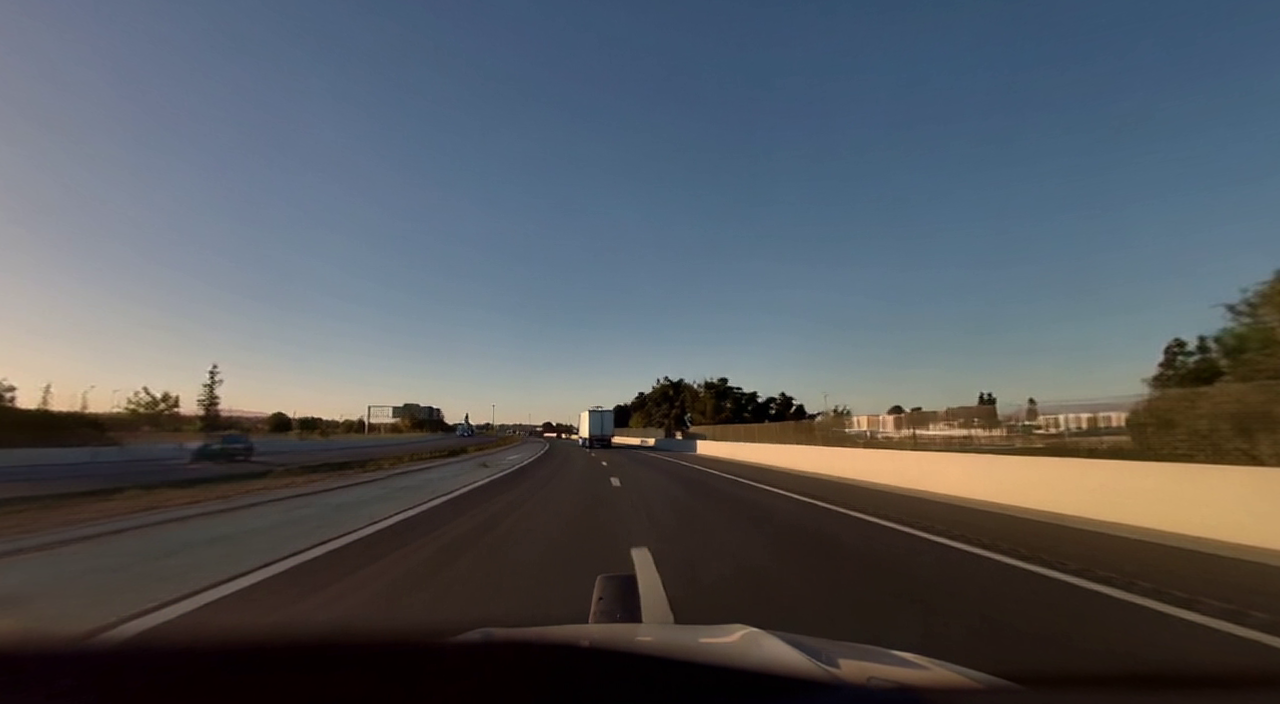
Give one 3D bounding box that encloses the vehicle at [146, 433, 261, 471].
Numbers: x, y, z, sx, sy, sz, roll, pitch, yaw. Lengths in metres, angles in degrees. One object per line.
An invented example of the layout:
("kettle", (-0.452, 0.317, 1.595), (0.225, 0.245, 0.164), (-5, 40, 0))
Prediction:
("vehicle", (-18.483, 4.241, 26.936), (2.073, 1.459, 4.333), (0, -8, -5))
